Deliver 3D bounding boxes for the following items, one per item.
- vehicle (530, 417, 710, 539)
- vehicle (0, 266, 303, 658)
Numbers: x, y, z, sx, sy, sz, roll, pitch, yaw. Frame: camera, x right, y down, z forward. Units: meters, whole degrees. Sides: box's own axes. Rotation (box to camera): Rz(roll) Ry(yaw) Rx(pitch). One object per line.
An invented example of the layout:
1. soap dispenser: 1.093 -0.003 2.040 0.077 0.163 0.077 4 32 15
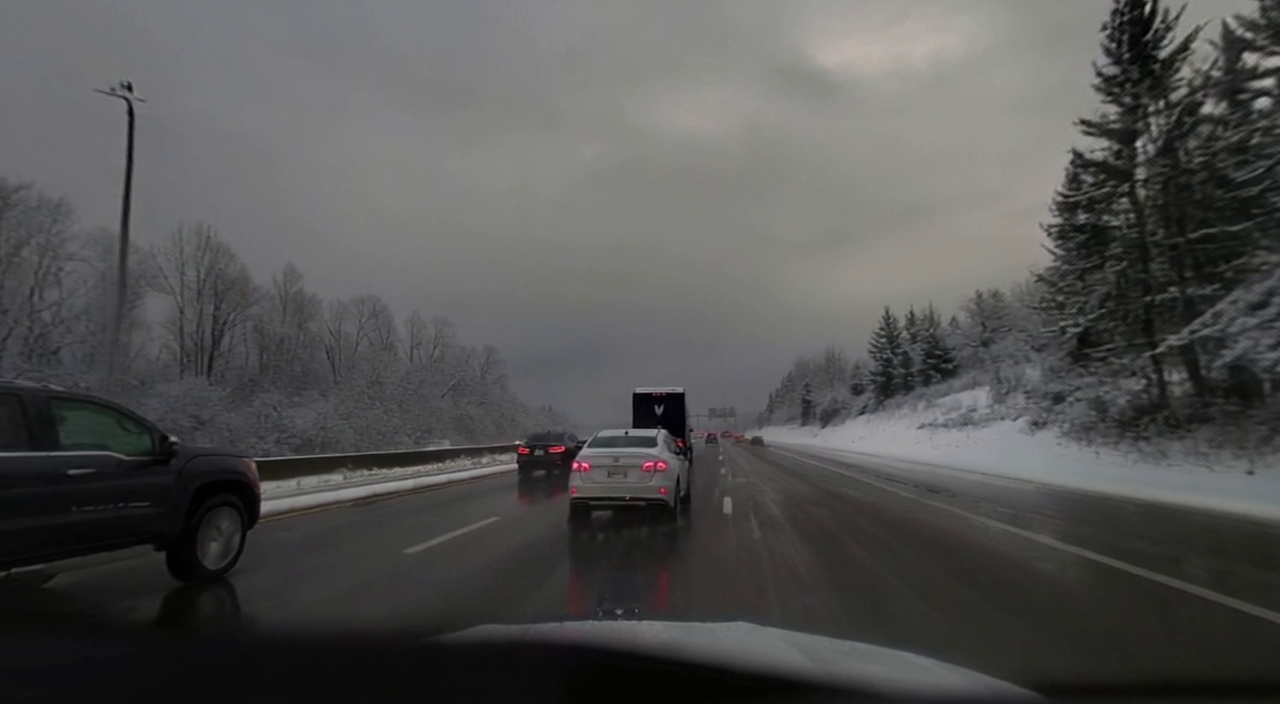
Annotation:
1. vehicle: -0.047 1.854 10.003 2.089 1.485 4.153 -1 -8 9
2. vehicle: -5.211 0.701 4.036 2.386 2.435 5.831 -1 -8 6
